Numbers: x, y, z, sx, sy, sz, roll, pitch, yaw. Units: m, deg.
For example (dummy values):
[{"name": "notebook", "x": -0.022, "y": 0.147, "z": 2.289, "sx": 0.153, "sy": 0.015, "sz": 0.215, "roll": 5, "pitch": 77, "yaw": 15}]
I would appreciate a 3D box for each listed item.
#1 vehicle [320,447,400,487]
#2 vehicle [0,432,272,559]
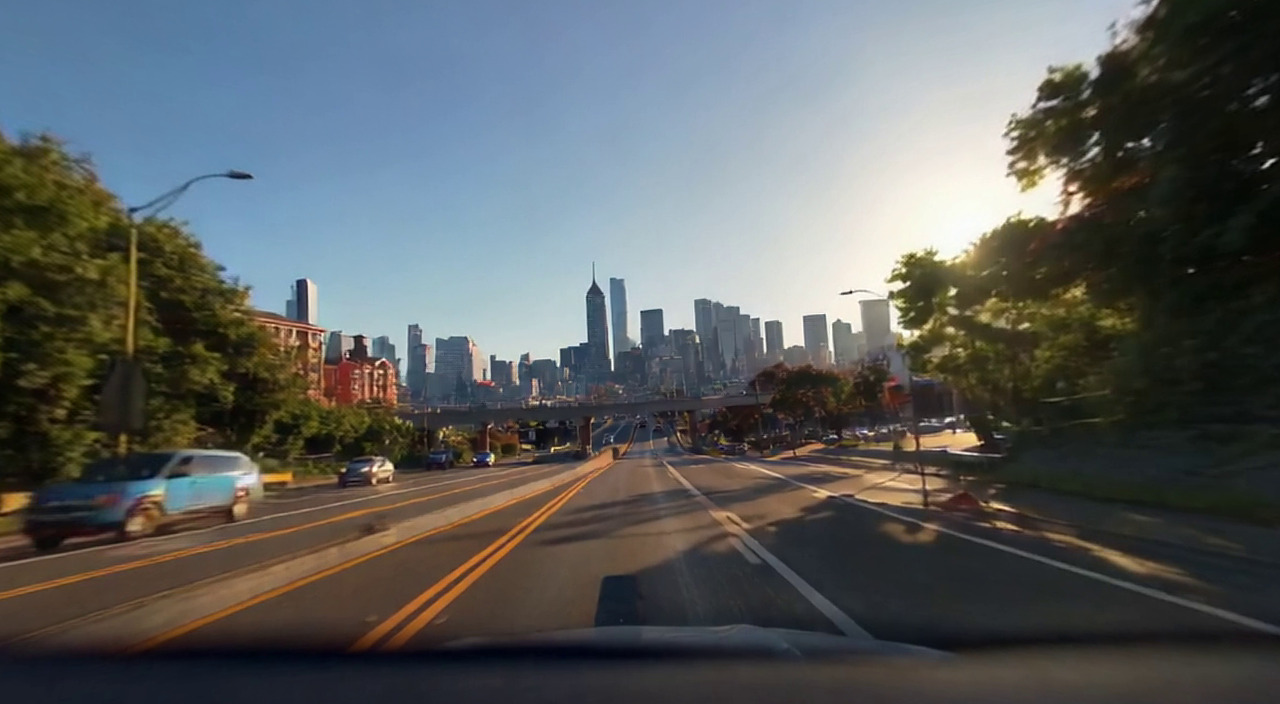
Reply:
[{"name": "vehicle", "x": -12.061, "y": 4.941, "z": 27.598, "sx": 2.145, "sy": 1.559, "sz": 4.967, "roll": 2, "pitch": -9, "yaw": -11}, {"name": "vehicle", "x": -9.244, "y": 2.498, "z": 11.864, "sx": 2.112, "sy": 1.873, "sz": 4.717, "roll": 1, "pitch": -8, "yaw": -5}]
